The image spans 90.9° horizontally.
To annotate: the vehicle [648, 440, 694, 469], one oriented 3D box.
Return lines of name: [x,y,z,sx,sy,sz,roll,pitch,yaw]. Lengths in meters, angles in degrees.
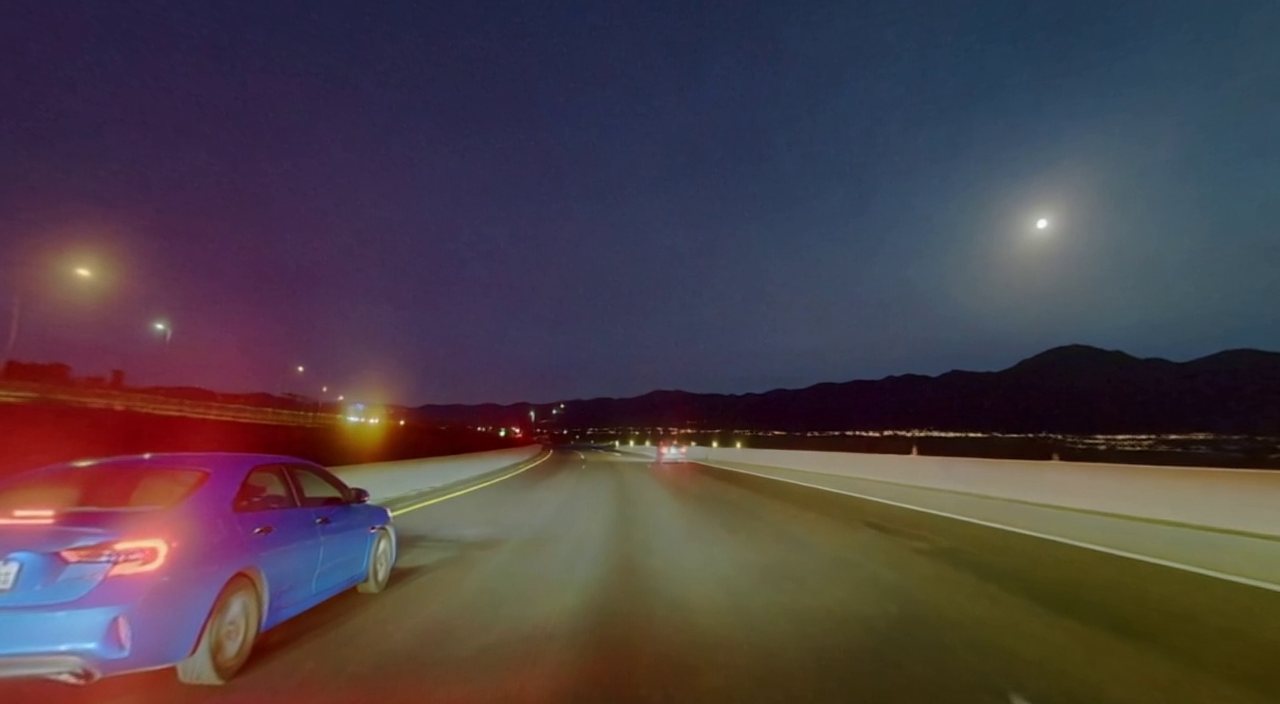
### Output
vehicle: [1.641,5.670,34.953,1.985,1.440,4.466,0,-9,-4]
